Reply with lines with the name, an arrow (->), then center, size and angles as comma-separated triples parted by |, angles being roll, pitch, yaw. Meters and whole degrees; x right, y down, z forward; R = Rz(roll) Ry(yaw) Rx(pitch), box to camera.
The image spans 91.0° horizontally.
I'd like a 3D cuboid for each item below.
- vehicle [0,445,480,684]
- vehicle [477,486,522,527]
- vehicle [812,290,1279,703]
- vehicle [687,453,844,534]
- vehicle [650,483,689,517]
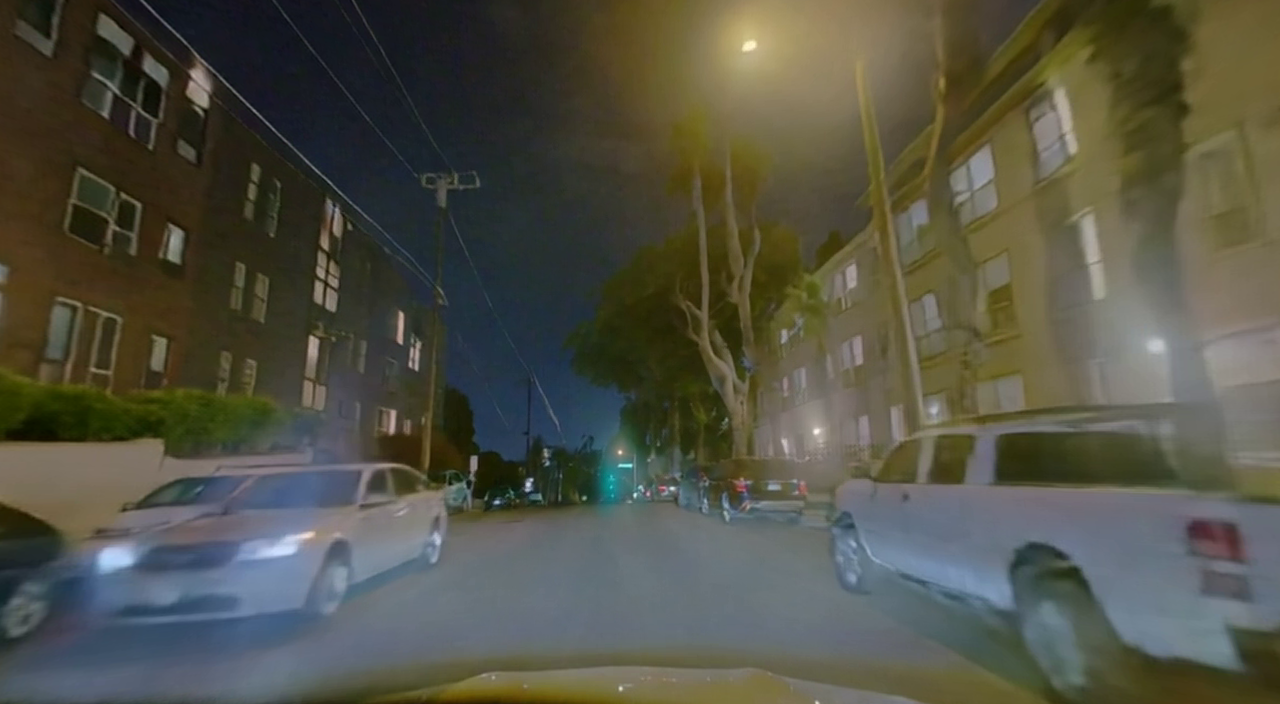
vehicle -> -3.225, 1.687, 6.332 | 2.060, 1.483, 4.574 | 0, -8, 0
vehicle -> -8.158, 8.982, 36.974 | 1.933, 1.824, 5.142 | 1, -8, -6
vehicle -> 3.336, 1.084, 4.217 | 2.358, 2.008, 5.957 | 0, -8, -3
vehicle -> 2.629, 3.123, 14.588 | 2.212, 1.476, 4.678 | 1, -8, -6
vehicle -> 1.543, 7.951, 34.004 | 1.756, 1.455, 3.965 | 1, -8, -2
